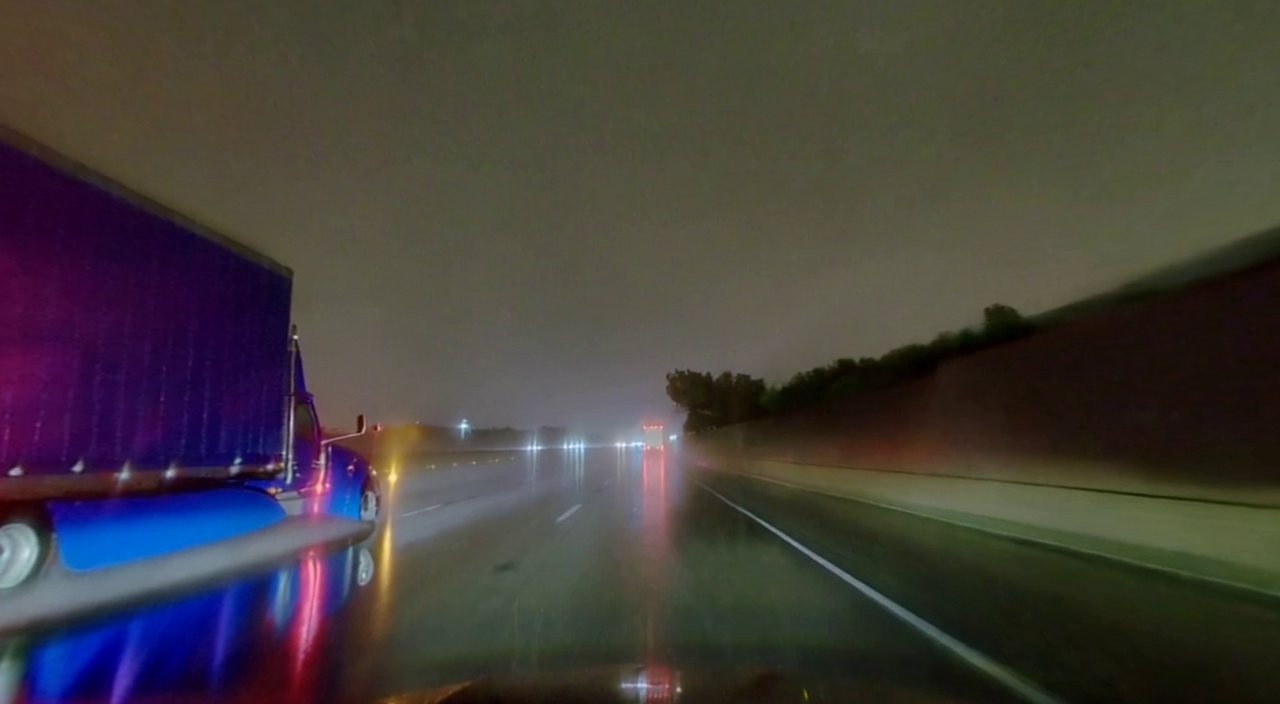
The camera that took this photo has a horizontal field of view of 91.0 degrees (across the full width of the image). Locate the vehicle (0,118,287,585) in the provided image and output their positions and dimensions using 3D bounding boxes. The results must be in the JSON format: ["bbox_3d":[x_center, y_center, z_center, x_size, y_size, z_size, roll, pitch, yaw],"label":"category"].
[{"bbox_3d":[-6.989,-0.067,5.021,2.996,3.947,8.600,0,-9,2],"label":"vehicle"}]
